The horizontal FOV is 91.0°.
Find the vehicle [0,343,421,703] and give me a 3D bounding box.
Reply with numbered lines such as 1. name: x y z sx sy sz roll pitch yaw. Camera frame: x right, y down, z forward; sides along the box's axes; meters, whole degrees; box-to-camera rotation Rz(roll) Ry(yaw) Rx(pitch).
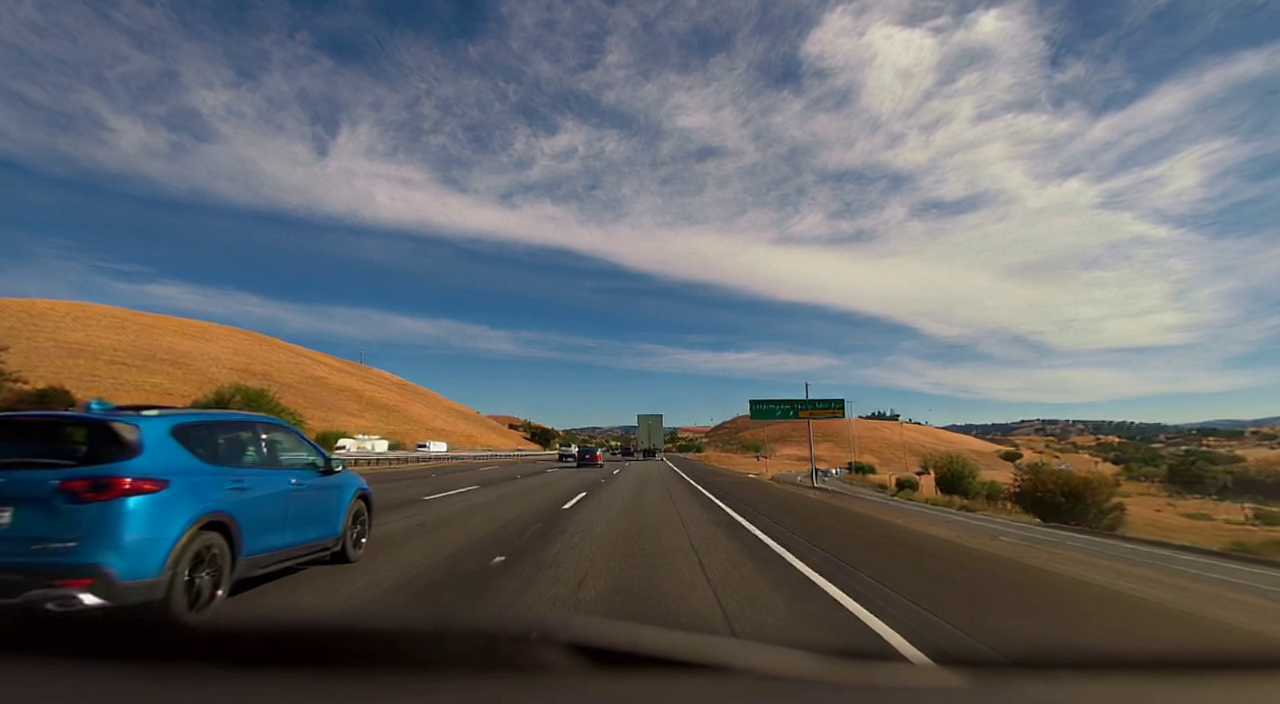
1. vehicle: -3.680 1.160 4.847 2.194 1.725 4.698 0 -9 1

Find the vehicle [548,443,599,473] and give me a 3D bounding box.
1. vehicle: -3.477 5.657 33.724 2.101 1.476 4.471 0 -9 1
